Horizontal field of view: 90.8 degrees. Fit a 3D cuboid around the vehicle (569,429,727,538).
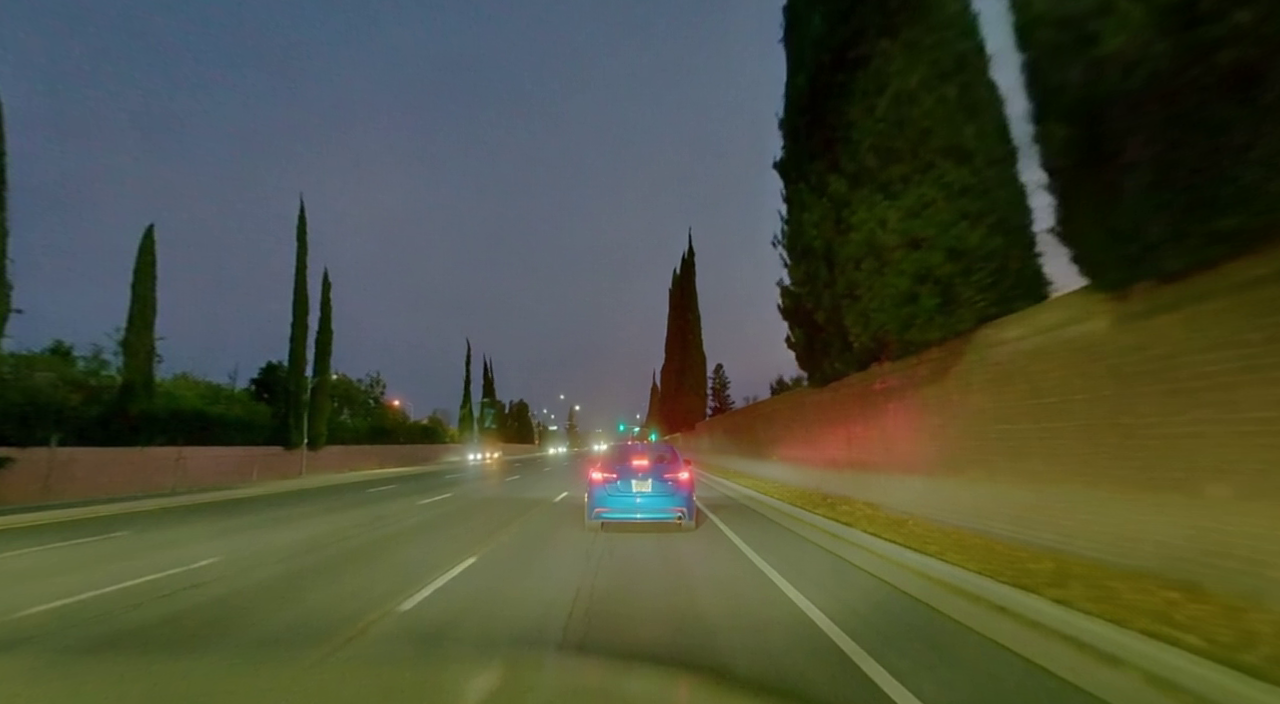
[{"bbox_3d":[0.069,2.154,11.016,2.205,1.509,4.272,0,-8,-1],"label":"vehicle"}]
